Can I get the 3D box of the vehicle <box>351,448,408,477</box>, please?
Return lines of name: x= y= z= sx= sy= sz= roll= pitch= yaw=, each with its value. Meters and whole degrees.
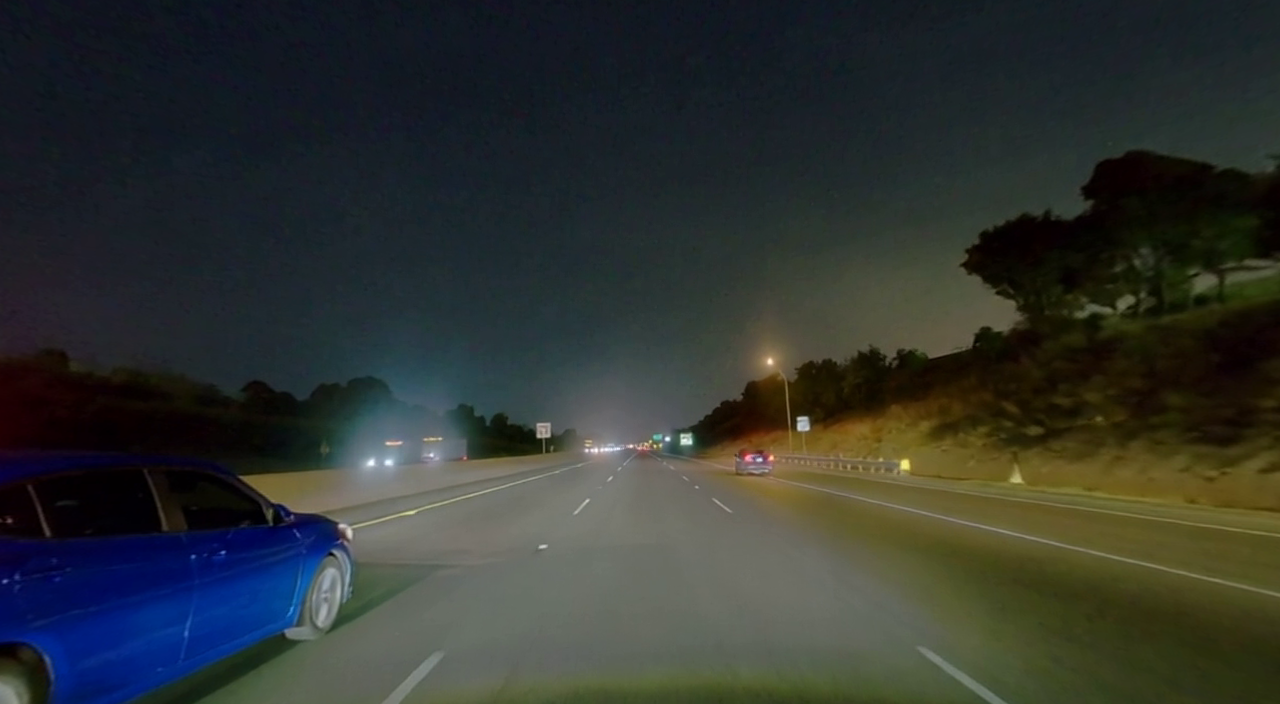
vehicle: x=-19.397 y=8.215 z=47.226 sx=2.091 sy=2.078 sz=5.210 roll=0 pitch=-9 yaw=-1

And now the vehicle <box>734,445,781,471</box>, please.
vehicle: x=7.041 y=6.395 z=38.151 sx=1.967 sy=1.472 sz=3.751 roll=0 pitch=-9 yaw=-3
